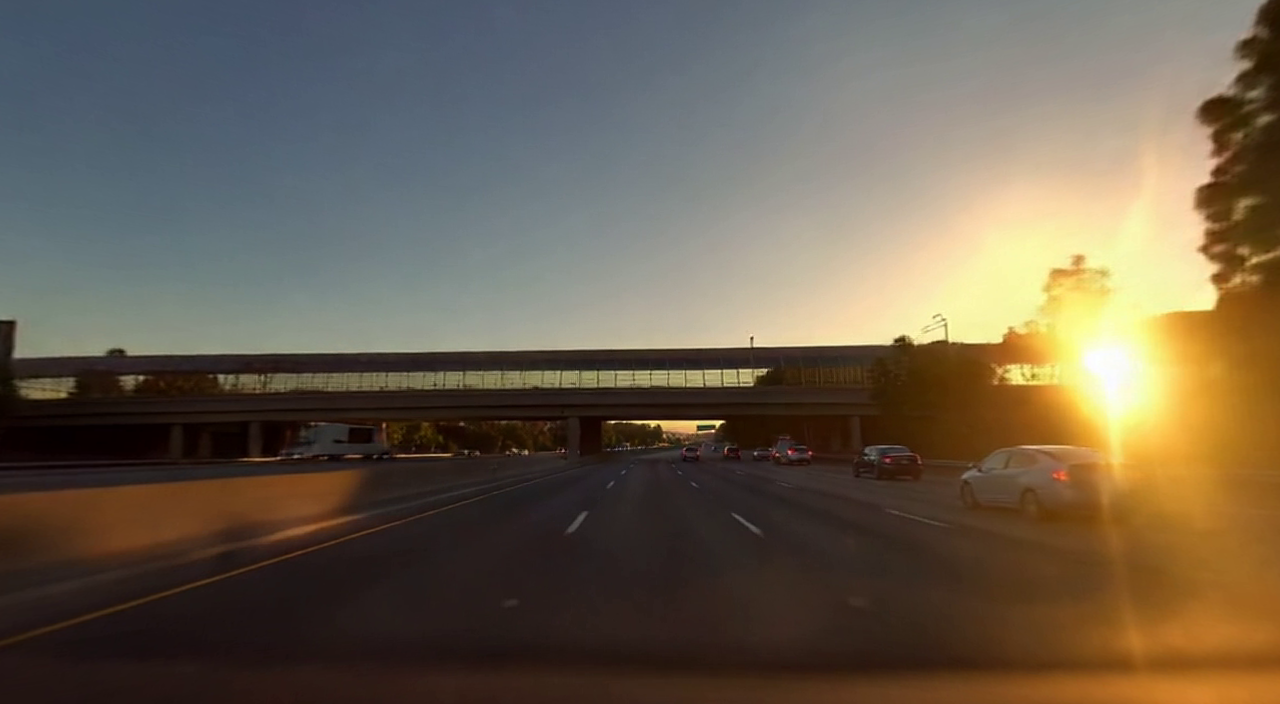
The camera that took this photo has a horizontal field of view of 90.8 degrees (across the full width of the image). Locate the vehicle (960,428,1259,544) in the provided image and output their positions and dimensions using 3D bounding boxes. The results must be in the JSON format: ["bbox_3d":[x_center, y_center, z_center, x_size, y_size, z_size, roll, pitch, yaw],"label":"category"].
[{"bbox_3d":[7.733,2.222,11.114,1.862,1.613,4.316,0,-9,-1],"label":"vehicle"}]
